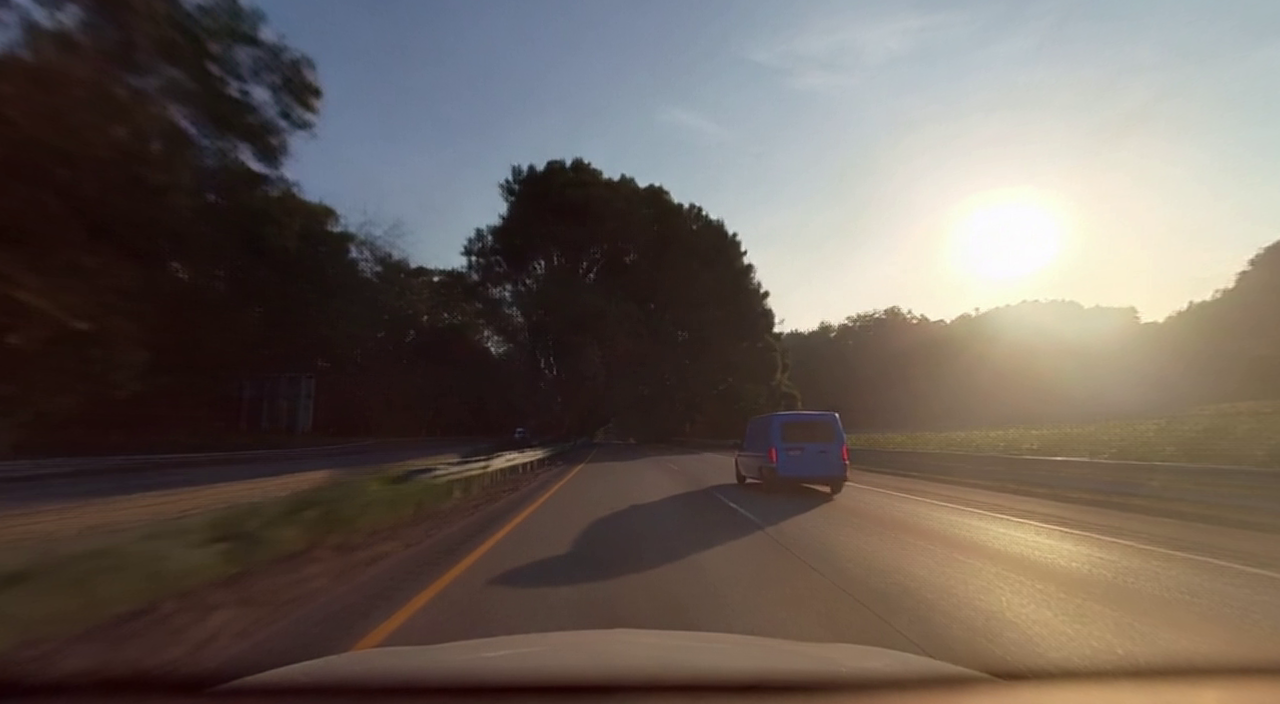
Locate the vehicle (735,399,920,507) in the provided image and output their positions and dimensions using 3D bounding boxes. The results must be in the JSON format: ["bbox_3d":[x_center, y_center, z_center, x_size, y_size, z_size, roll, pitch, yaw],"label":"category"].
[{"bbox_3d":[3.500,1.992,12.901,2.240,1.801,4.545,0,-8,-2],"label":"vehicle"}]
